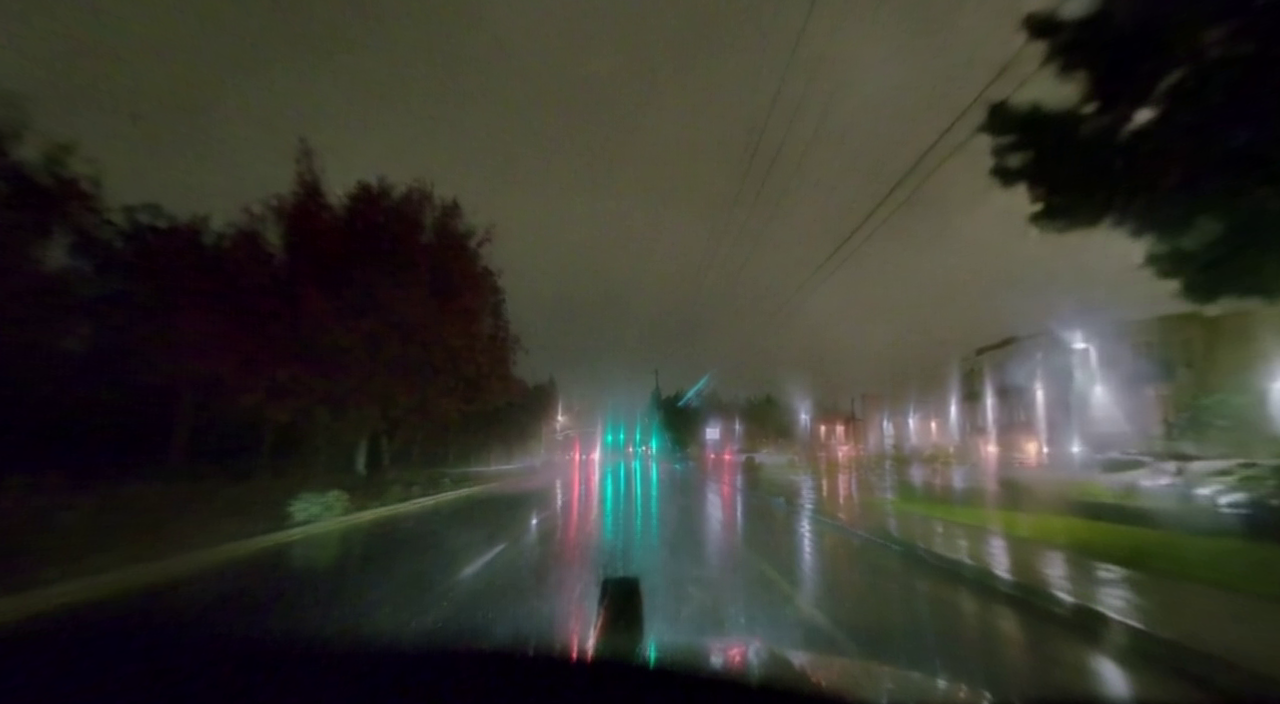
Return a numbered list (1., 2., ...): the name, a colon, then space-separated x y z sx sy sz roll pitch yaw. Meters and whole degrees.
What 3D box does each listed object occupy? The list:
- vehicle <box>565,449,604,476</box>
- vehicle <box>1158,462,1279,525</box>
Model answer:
1. vehicle: -3.339 6.788 38.965 2.030 1.550 3.925 0 -9 0
2. vehicle: 16.282 3.609 16.397 4.172 1.407 1.931 1 -9 -8
